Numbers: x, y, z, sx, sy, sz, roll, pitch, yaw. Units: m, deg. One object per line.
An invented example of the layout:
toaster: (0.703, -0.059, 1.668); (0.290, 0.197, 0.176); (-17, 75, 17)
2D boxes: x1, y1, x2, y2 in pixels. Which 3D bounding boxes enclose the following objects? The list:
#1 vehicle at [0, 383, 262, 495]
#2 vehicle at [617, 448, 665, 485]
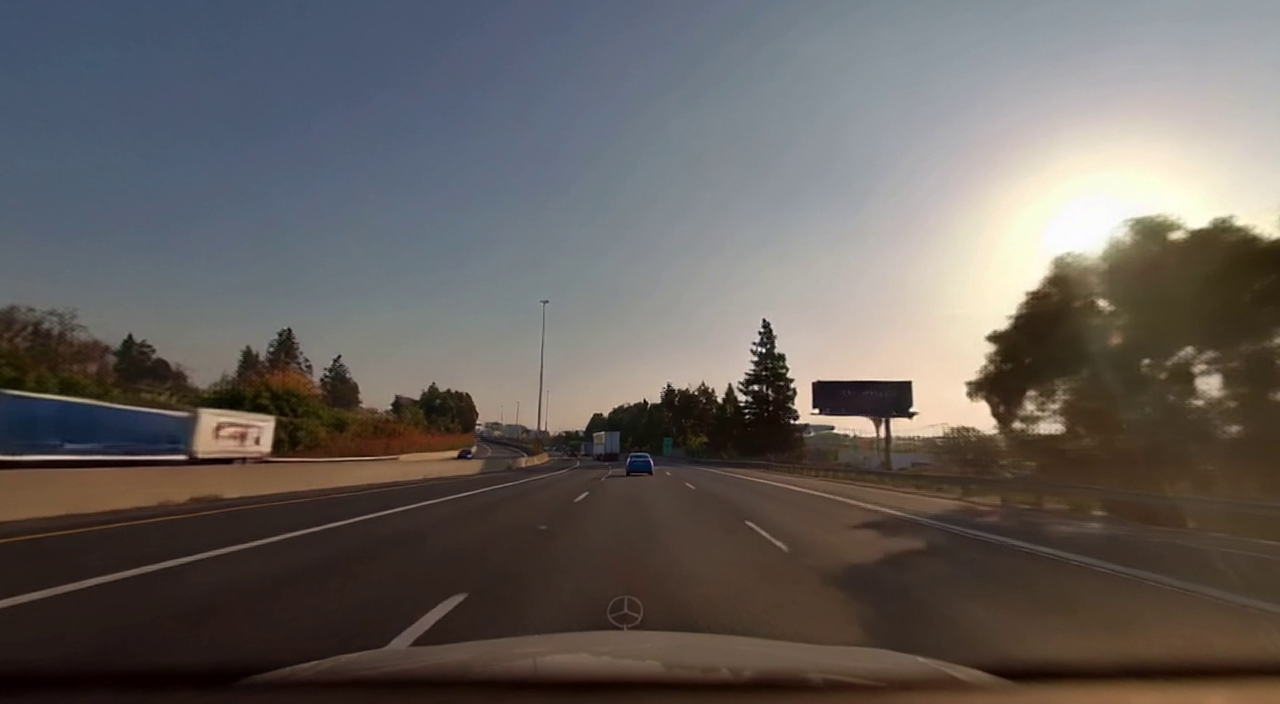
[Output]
vehicle: (-25.220, 4.415, 31.428); (2.862, 4.146, 16.304); (1, -9, -1)
vehicle: (0.000, 5.237, 29.191); (2.042, 1.528, 4.300); (1, -8, -1)
